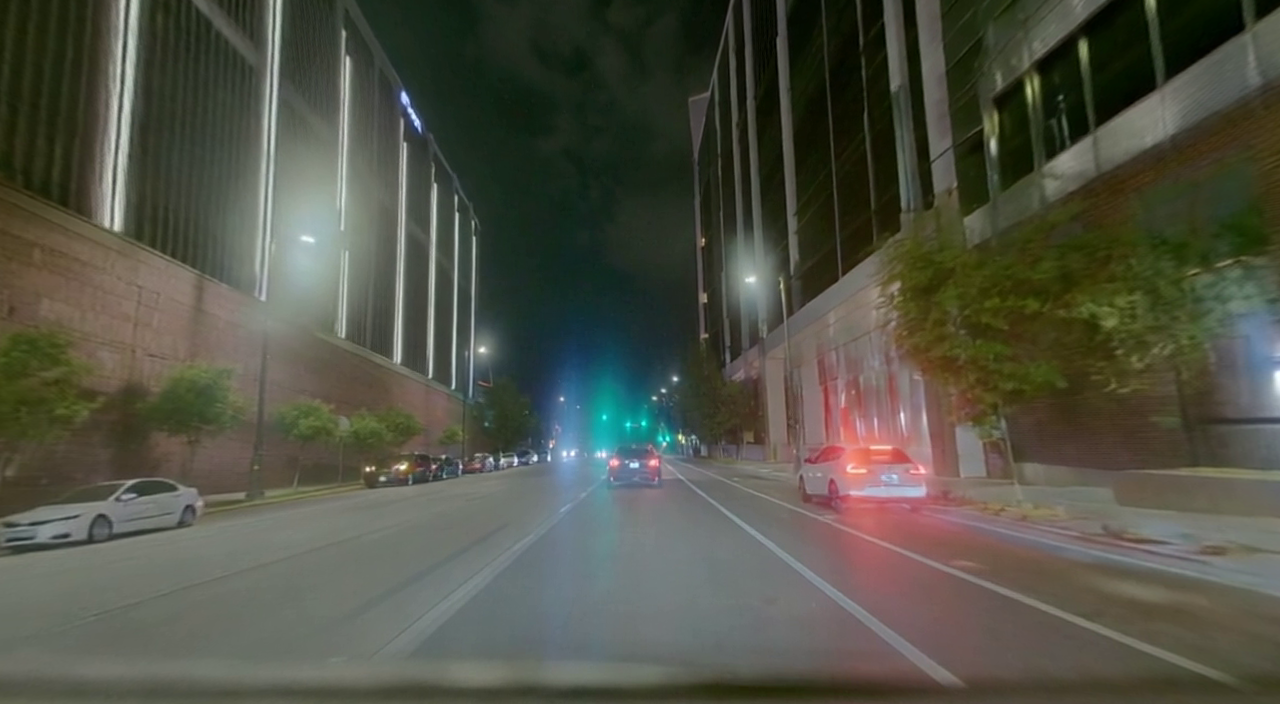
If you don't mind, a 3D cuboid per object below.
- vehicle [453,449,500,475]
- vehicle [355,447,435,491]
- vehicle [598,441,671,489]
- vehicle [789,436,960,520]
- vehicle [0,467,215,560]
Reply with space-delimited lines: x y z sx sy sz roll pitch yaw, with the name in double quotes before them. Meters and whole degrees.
"vehicle" -11.679 7.902 45.513 2.077 1.732 4.704 0 -8 1
"vehicle" -11.822 5.650 30.904 2.114 1.938 4.590 -1 -8 -1
"vehicle" -0.150 3.806 21.598 2.269 1.479 3.980 0 -8 1
"vehicle" 5.000 2.724 14.230 2.075 1.584 4.201 0 -8 -2
"vehicle" -11.532 3.337 13.558 1.917 1.408 4.454 -4 -8 -2
